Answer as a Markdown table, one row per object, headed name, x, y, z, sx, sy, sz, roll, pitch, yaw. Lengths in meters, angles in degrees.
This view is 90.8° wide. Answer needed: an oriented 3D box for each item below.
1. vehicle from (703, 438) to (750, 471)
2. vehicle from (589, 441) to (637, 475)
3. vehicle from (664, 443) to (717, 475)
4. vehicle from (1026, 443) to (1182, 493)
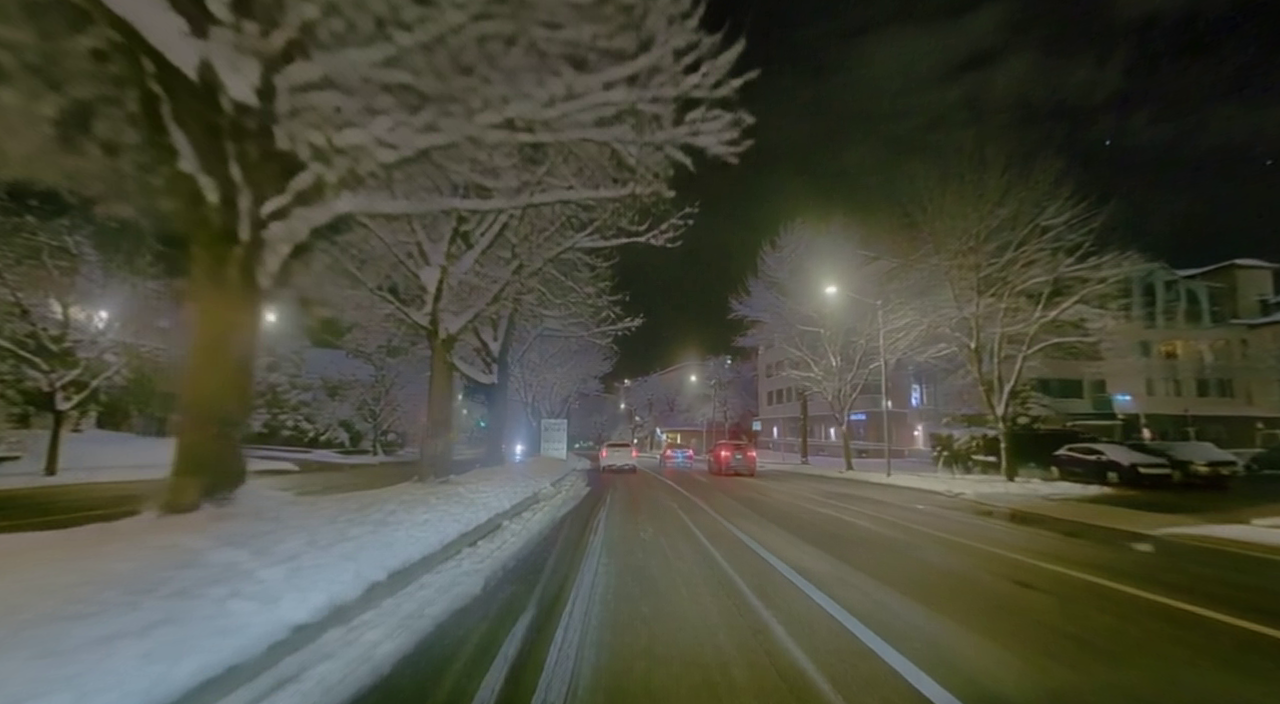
| name | x | y | z | sx | sy | sz | roll | pitch | yaw |
| --- | --- | --- | --- | --- | --- | --- | --- | --- | --- |
| vehicle | 5.465 | 6.555 | 40.555 | 2.052 | 1.990 | 4.736 | 1 | -8 | -4 |
| vehicle | -1.290 | 4.919 | 29.651 | 2.101 | 1.444 | 4.248 | 0 | -8 | -3 |
| vehicle | 2.426 | 5.301 | 31.616 | 1.993 | 1.477 | 4.240 | 1 | -8 | -5 |
| vehicle | 20.213 | 5.009 | 27.843 | 2.150 | 1.966 | 5.027 | 4 | -9 | -23 |
